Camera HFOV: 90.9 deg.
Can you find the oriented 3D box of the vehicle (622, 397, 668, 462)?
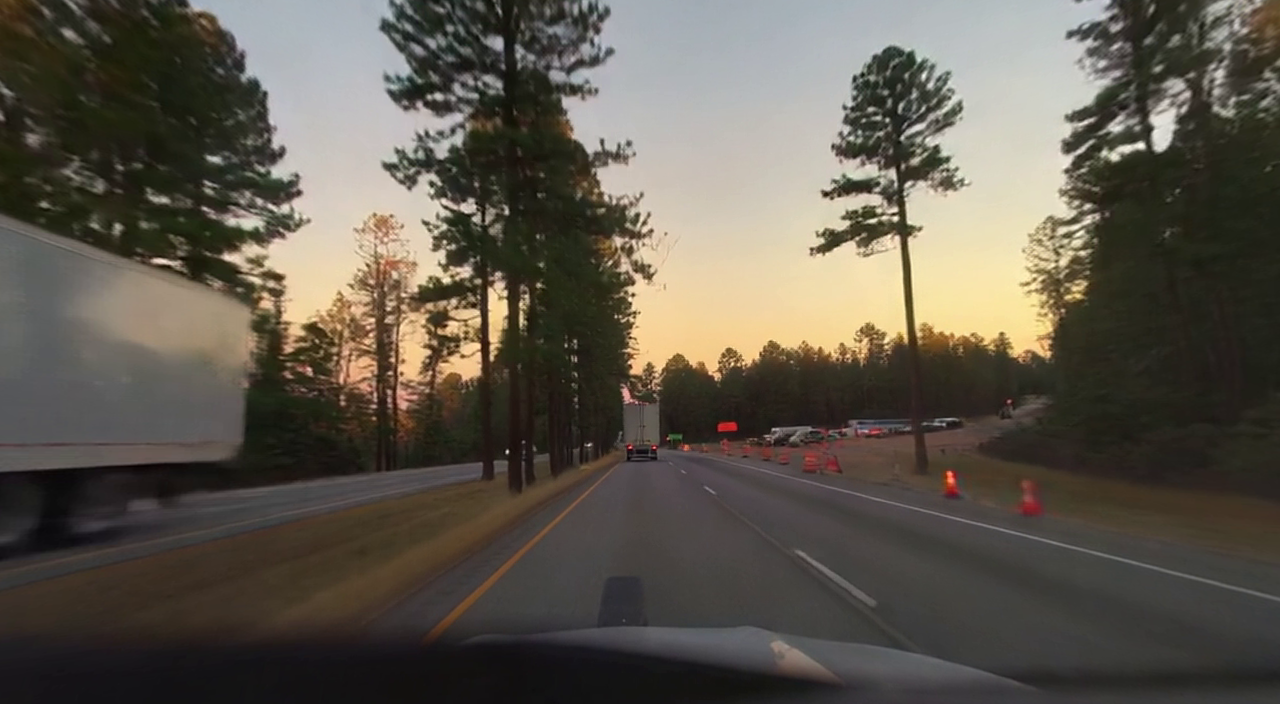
[{"bbox_3d":[0.205,5.724,45.738,2.935,4.068,11.036,0,-8,-1],"label":"vehicle"}]

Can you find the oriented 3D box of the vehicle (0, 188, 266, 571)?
[{"bbox_3d":[-8.452,-0.212,3.410,2.878,4.192,16.791,0,-8,-1],"label":"vehicle"}]
